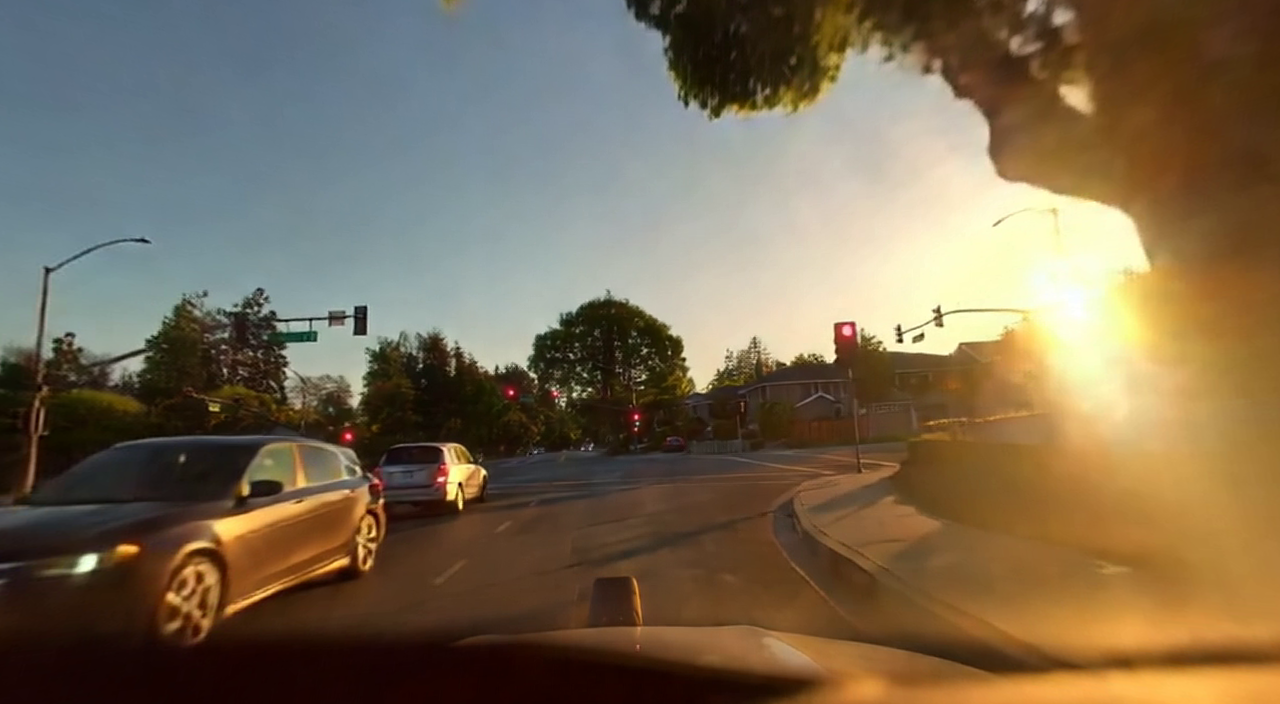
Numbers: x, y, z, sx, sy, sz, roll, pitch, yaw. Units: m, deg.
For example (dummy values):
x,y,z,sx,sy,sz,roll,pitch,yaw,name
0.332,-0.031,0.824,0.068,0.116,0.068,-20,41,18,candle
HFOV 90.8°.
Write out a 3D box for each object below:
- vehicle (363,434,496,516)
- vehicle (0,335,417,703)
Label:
x,y,z,sx,sy,sz,roll,pitch,yaw,name
-4.447,2.620,13.980,1.777,1.537,3.831,0,-9,-3,vehicle
-3.617,1.167,5.188,2.041,1.834,4.679,0,-9,-3,vehicle
